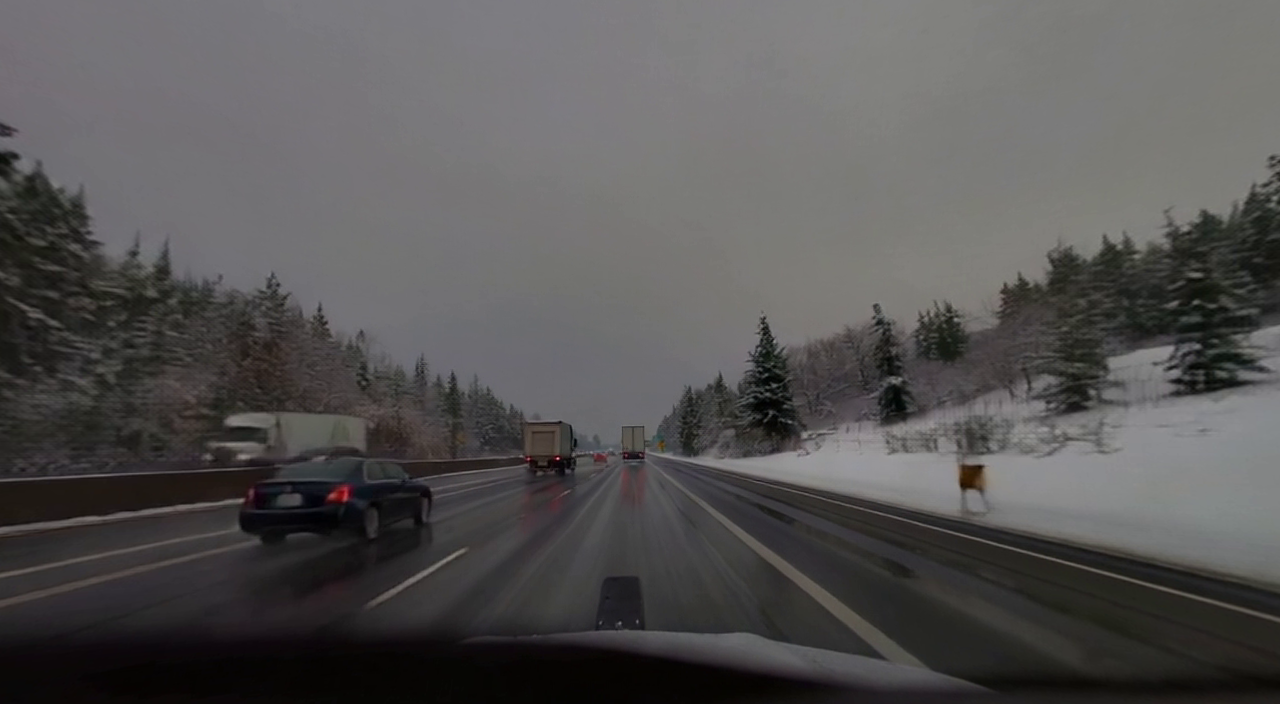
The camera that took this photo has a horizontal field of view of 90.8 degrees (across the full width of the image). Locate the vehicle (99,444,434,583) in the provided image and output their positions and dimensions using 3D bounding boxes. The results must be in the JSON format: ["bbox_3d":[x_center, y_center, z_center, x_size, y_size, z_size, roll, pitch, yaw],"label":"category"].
[{"bbox_3d":[-4.781,2.105,9.147,1.979,1.459,4.643,0,-9,1],"label":"vehicle"}]

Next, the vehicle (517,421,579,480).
[{"bbox_3d":[-4.714,5.205,33.392,2.368,2.813,6.329,0,-9,-1],"label":"vehicle"}]
